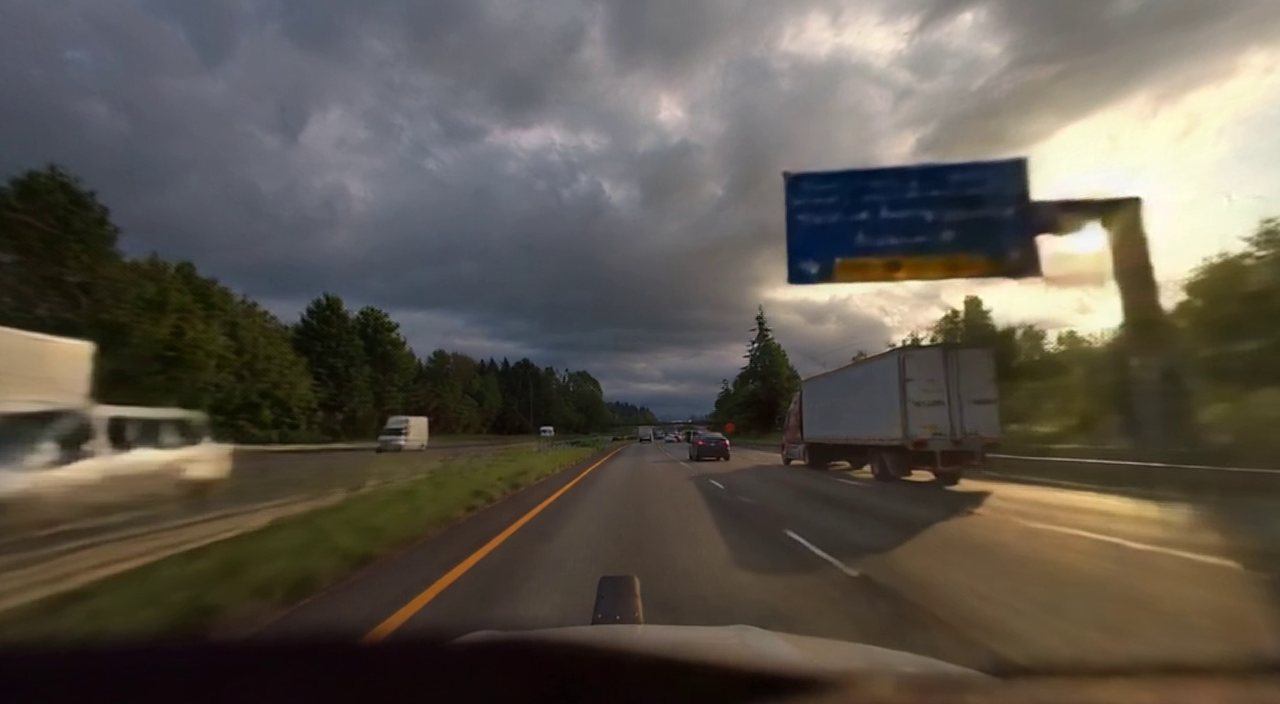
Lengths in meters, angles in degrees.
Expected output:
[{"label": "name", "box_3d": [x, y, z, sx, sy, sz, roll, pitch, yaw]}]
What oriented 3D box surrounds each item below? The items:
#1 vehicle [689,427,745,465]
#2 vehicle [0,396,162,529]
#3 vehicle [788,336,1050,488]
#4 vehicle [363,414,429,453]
[{"label": "vehicle", "box_3d": [3.585, 4.474, 30.206, 2.011, 1.672, 4.415, 0, -7, -2]}, {"label": "vehicle", "box_3d": [-8.968, 1.435, 8.264, 1.978, 1.644, 4.368, 0, -7, -1]}, {"label": "vehicle", "box_3d": [9.184, 2.487, 24.052, 3.440, 4.093, 13.944, 0, -7, -1]}, {"label": "vehicle", "box_3d": [-17.017, 5.767, 44.374, 2.368, 2.548, 5.444, 0, -7, 1]}]
